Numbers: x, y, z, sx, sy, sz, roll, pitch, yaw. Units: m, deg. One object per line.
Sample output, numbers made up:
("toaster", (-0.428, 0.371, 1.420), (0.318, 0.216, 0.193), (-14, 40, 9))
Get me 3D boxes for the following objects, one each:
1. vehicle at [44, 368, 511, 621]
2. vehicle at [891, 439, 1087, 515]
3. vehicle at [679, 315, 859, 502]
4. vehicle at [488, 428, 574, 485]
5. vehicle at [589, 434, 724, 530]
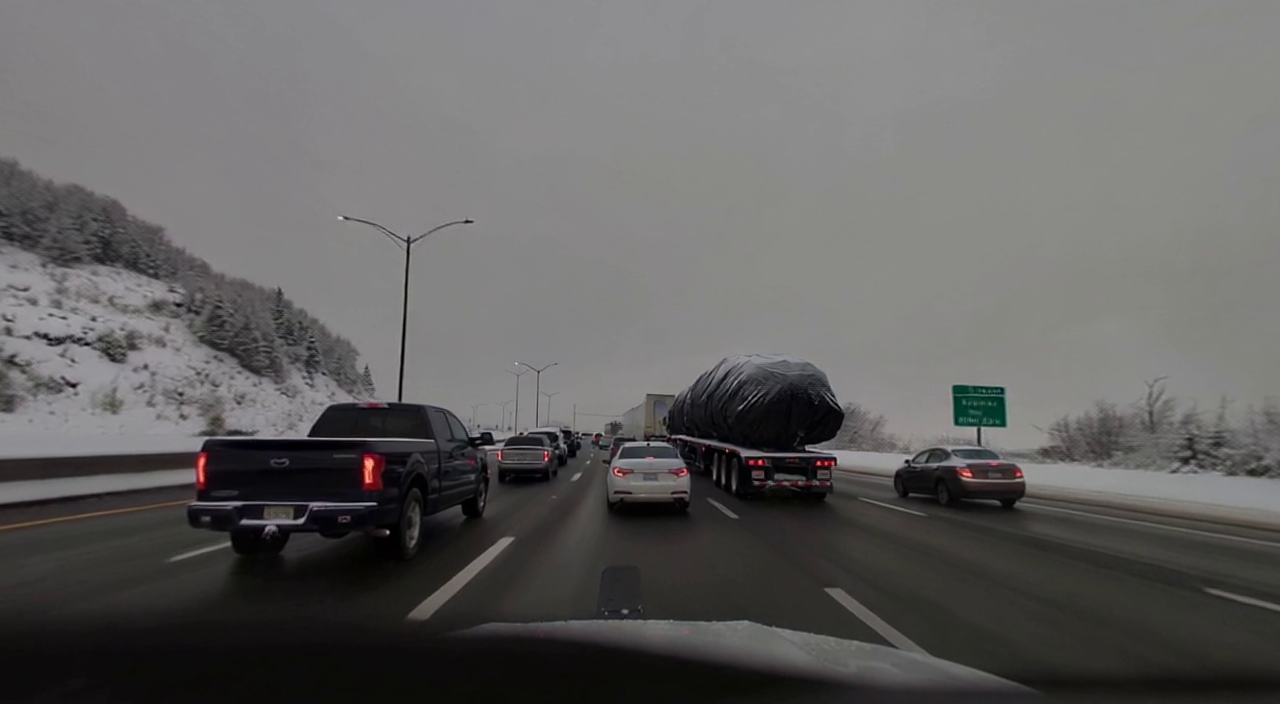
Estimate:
("vehicle", (-3.281, 1.448, 7.505), (2.318, 1.902, 5.374), (0, -8, 1))
("vehicle", (7.763, 2.782, 14.633), (2.092, 1.495, 4.194), (0, -8, -1))
("vehicle", (3.135, 1.977, 19.236), (2.759, 4.098, 10.906), (0, -8, -2))
("vehicle", (-3.744, 3.716, 22.761), (2.348, 1.821, 5.061), (0, -8, -2))
("vehicle", (0.197, 2.314, 11.863), (2.105, 1.471, 3.978), (0, -8, -2))
